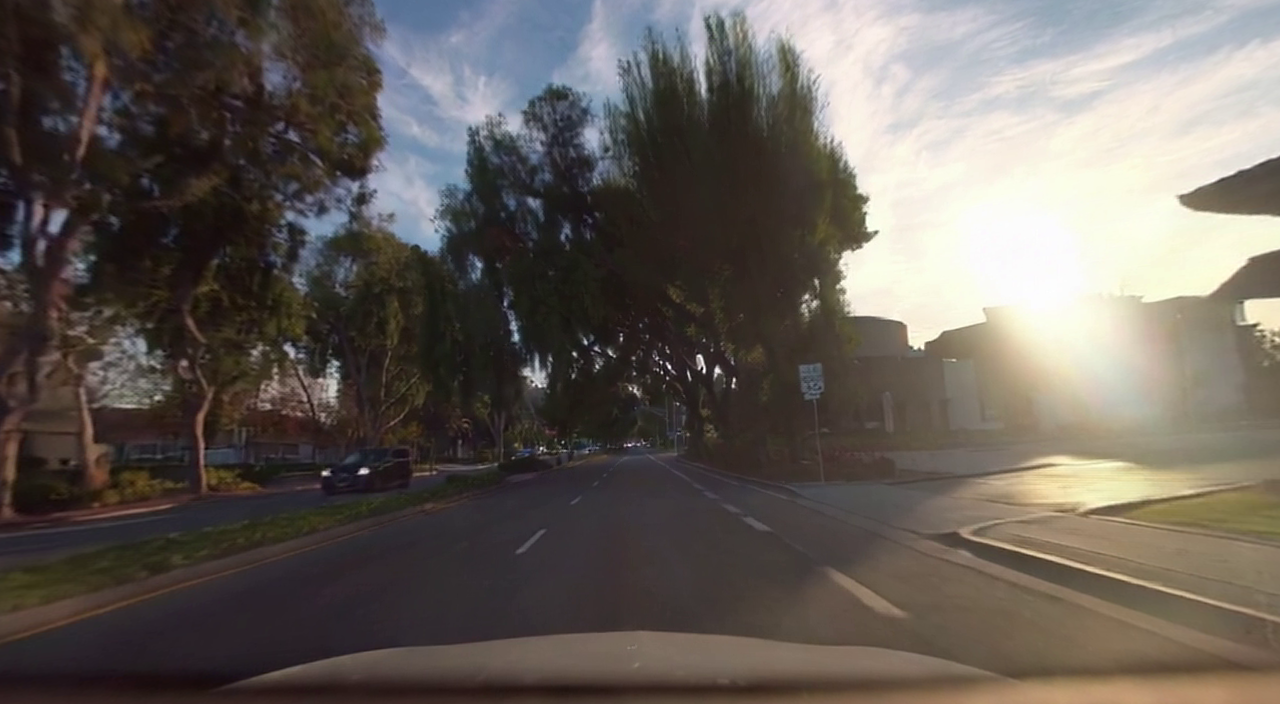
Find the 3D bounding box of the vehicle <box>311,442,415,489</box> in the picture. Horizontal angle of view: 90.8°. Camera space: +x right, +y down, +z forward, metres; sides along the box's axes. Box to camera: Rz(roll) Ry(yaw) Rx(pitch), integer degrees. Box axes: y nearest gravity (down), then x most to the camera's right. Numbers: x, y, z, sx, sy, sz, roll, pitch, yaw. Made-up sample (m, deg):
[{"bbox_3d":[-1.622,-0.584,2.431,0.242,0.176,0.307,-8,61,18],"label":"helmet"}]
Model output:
[{"bbox_3d":[-13.506,5.524,31.316,2.505,2.059,5.803,0,-8,0],"label":"vehicle"}]
